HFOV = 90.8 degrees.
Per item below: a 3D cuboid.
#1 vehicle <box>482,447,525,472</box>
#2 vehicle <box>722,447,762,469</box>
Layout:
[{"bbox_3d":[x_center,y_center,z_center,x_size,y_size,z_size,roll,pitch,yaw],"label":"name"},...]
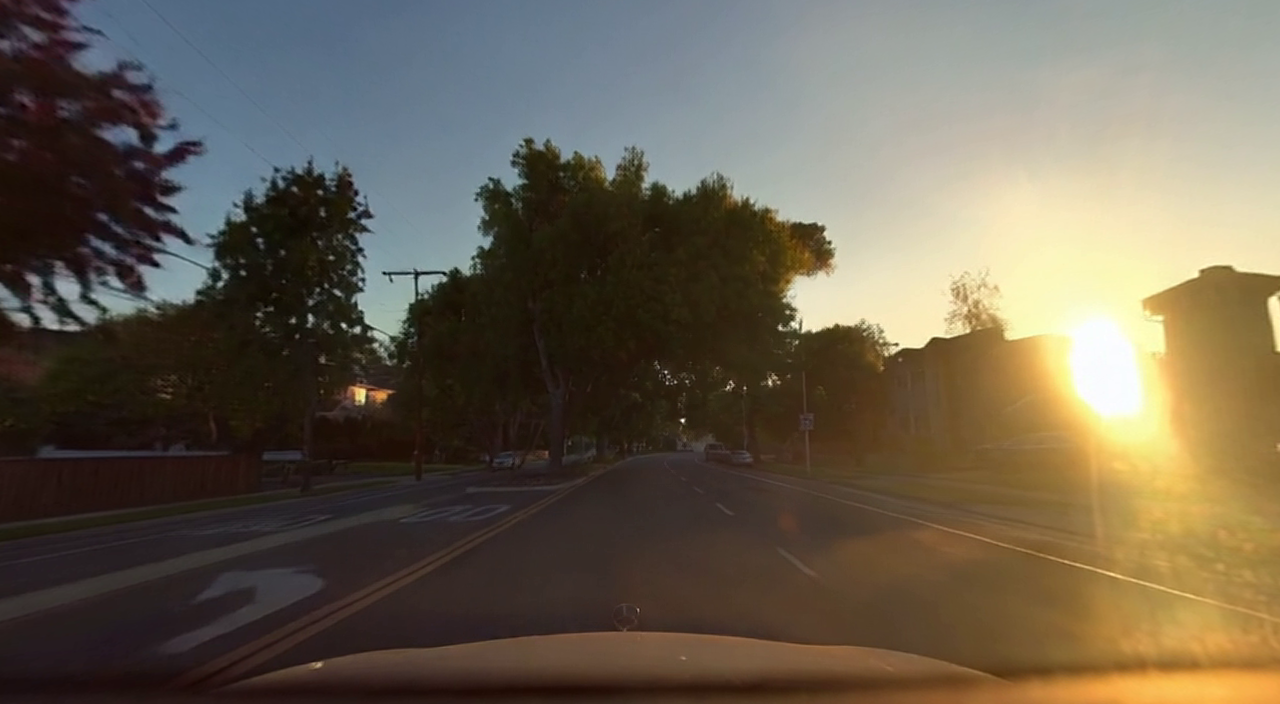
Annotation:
[{"bbox_3d":[-10.530,8.321,49.119,2.095,1.815,4.726,-1,-8,3],"label":"vehicle"},{"bbox_3d":[6.977,7.288,43.639,1.946,1.404,4.609,0,-8,0],"label":"vehicle"}]
